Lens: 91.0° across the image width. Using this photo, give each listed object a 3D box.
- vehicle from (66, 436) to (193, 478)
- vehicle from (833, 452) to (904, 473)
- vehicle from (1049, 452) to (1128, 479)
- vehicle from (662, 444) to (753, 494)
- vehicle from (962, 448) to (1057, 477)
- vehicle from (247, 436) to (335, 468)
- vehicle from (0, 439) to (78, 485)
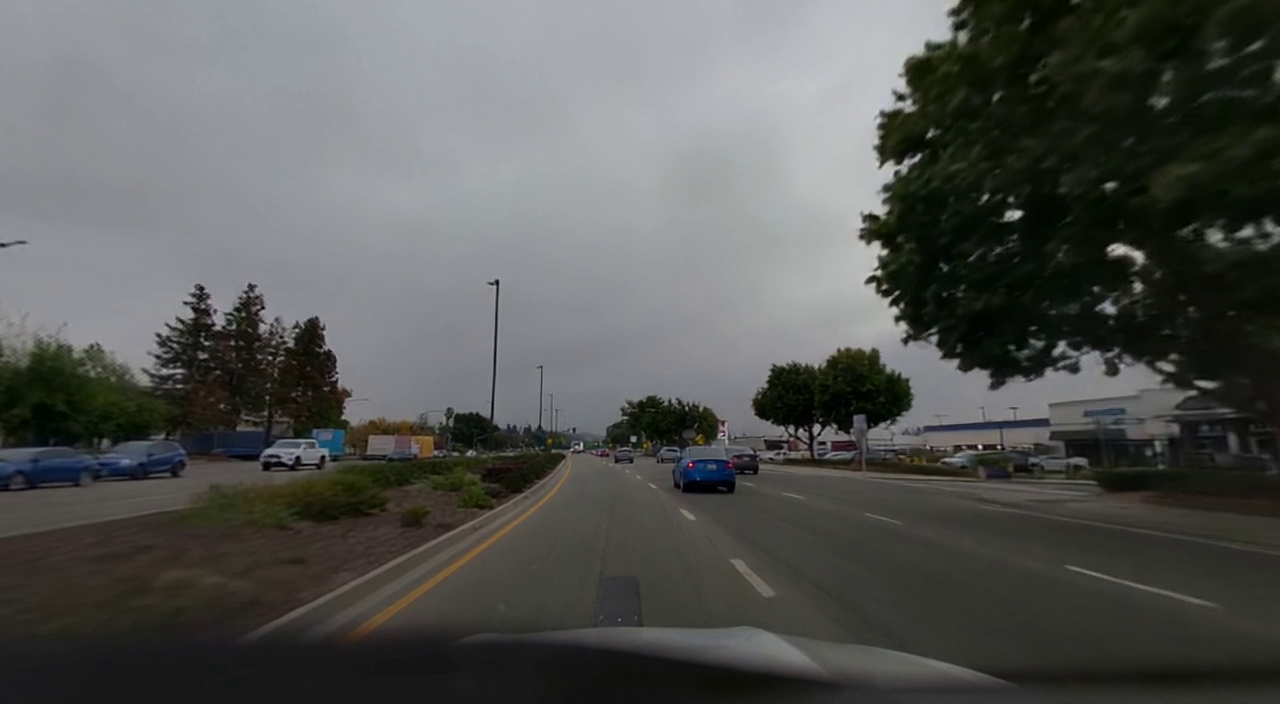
[{"bbox_3d":[-23.748,4.886,29.556,1.982,1.811,4.730,0,-9,-1],"label":"vehicle"},{"bbox_3d":[17.002,8.181,46.860,4.646,1.479,2.070,3,-9,-19],"label":"vehicle"},{"bbox_3d":[32.835,8.267,46.080,4.858,1.806,2.124,3,-9,-19],"label":"vehicle"},{"bbox_3d":[2.051,3.741,20.538,2.256,1.451,4.313,1,-9,-4],"label":"vehicle"},{"bbox_3d":[20.725,6.189,35.326,4.424,1.531,2.008,3,-9,-17],"label":"vehicle"},{"bbox_3d":[-24.255,6.994,44.163,2.593,2.075,6.841,1,-9,-3],"label":"vehicle"},{"bbox_3d":[-23.734,4.075,23.432,1.689,1.595,4.293,0,-9,-2],"label":"vehicle"}]
